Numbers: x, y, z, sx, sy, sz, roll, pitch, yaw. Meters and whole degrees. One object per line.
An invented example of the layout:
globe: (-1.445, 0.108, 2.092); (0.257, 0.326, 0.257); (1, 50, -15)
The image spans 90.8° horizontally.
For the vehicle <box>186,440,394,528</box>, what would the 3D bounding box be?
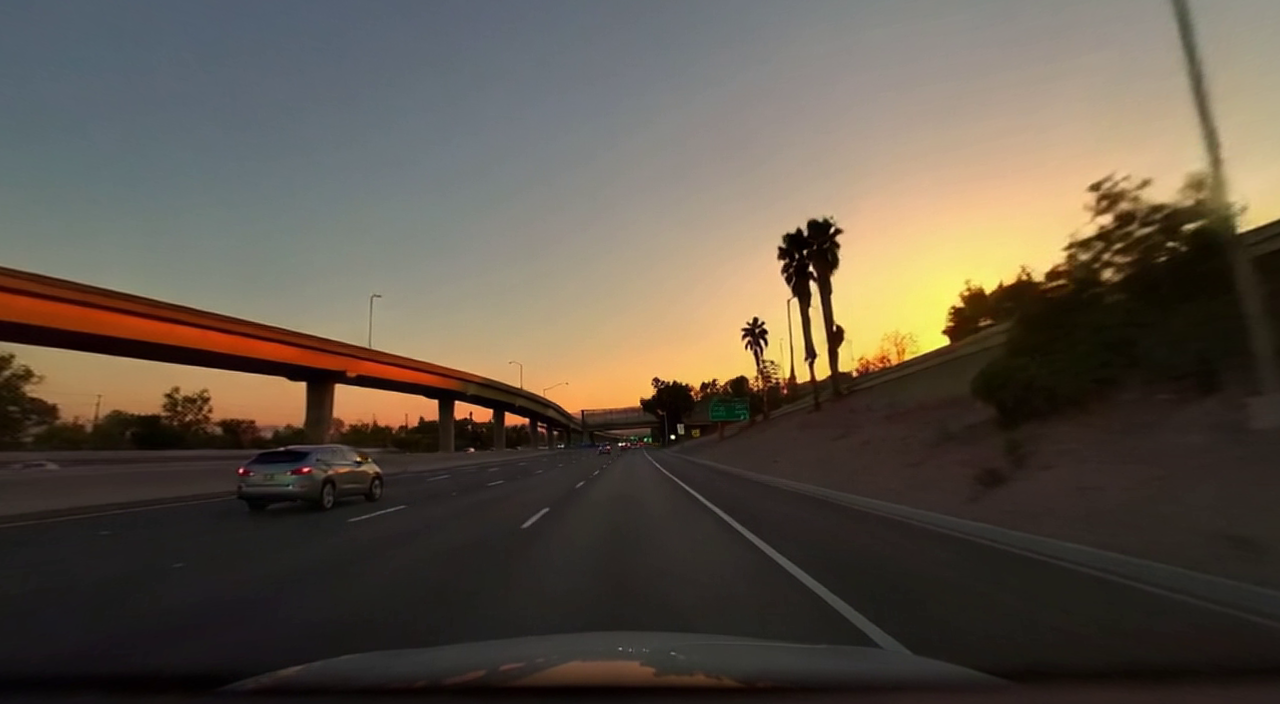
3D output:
vehicle: (-6.985, 2.640, 13.262); (1.914, 1.503, 4.268); (0, -8, 0)
